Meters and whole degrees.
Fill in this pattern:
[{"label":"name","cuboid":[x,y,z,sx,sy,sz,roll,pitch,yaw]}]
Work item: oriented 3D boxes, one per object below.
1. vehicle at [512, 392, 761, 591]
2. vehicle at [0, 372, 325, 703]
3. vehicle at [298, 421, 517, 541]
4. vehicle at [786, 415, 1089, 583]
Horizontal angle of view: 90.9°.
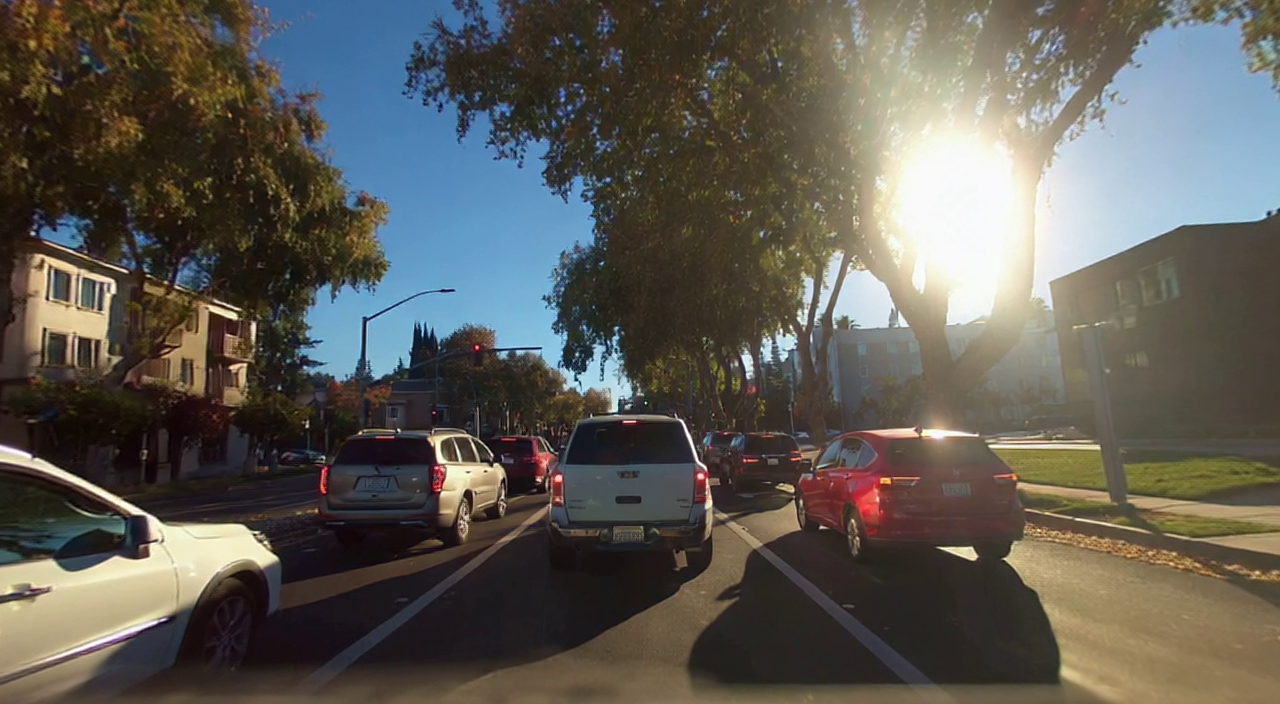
[{"label":"vehicle","cuboid":[-0.009,1.530,7.657,2.193,1.744,4.033,0,-8,1]},{"label":"vehicle","cuboid":[-3.778,0.992,3.309,1.929,1.641,4.193,0,-8,2]},{"label":"vehicle","cuboid":[-3.653,2.110,10.933,2.042,1.641,4.314,0,-8,1]},{"label":"vehicle","cuboid":[3.261,1.665,7.867,1.922,1.579,3.642,0,-8,-1]}]
